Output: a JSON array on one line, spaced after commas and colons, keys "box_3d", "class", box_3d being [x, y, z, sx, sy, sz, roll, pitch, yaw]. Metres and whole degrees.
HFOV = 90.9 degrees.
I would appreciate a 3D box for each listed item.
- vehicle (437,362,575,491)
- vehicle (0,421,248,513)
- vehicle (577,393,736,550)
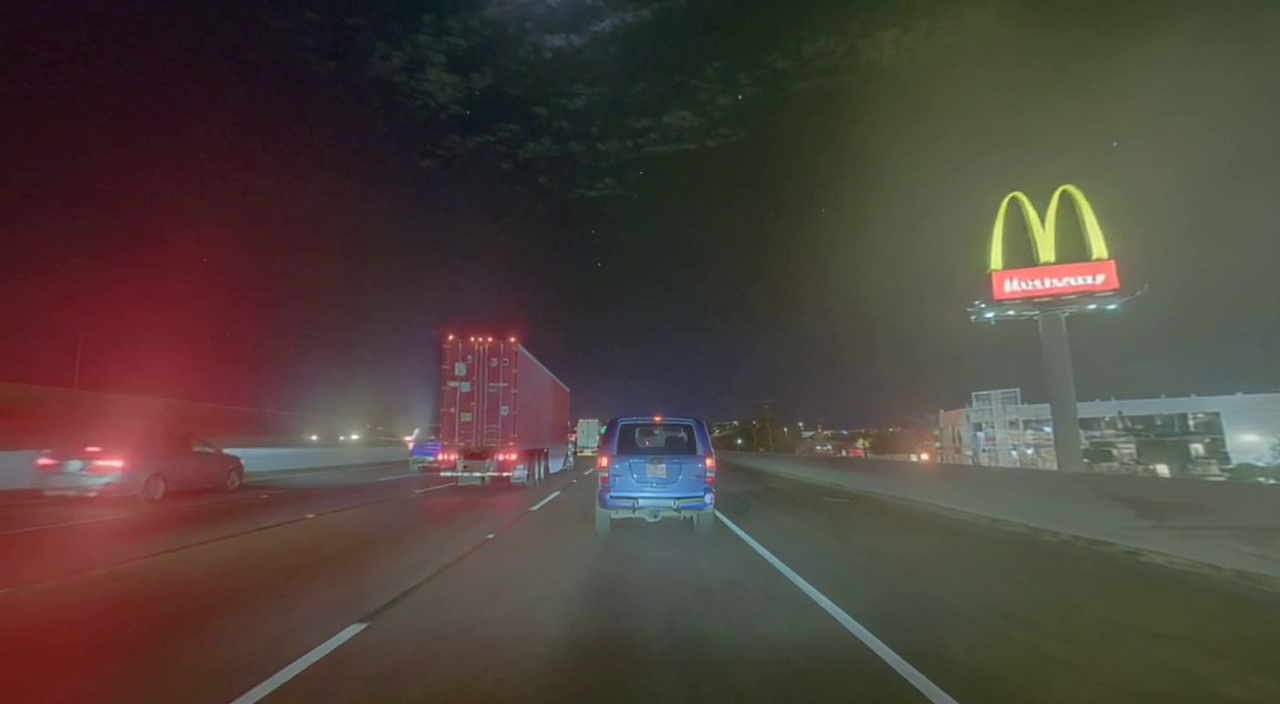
[{"box_3d": [-4.074, 2.648, 21.515, 2.814, 3.513, 8.529, 0, -9, 0], "class": "vehicle"}, {"box_3d": [-11.256, 2.500, 14.170, 1.915, 1.710, 4.670, 0, -9, -1], "class": "vehicle"}, {"box_3d": [0.139, 1.771, 9.851, 1.947, 1.910, 4.040, 0, -9, -2], "class": "vehicle"}]
